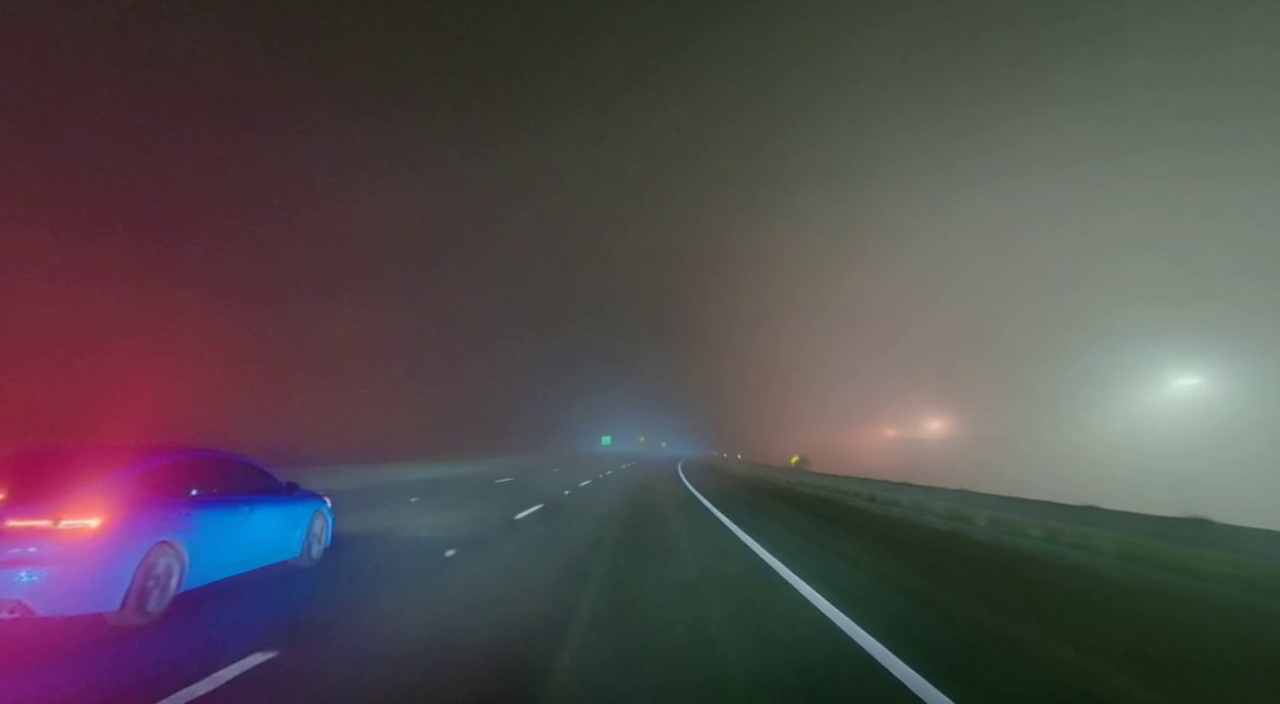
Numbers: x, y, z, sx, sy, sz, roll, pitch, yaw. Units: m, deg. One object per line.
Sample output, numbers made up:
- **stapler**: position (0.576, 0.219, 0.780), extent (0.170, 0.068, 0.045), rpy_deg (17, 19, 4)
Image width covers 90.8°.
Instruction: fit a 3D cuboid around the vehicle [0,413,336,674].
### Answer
- **vehicle**: position (-4.624, 1.401, 5.611), extent (1.928, 1.504, 3.745), rpy_deg (0, -9, 0)
